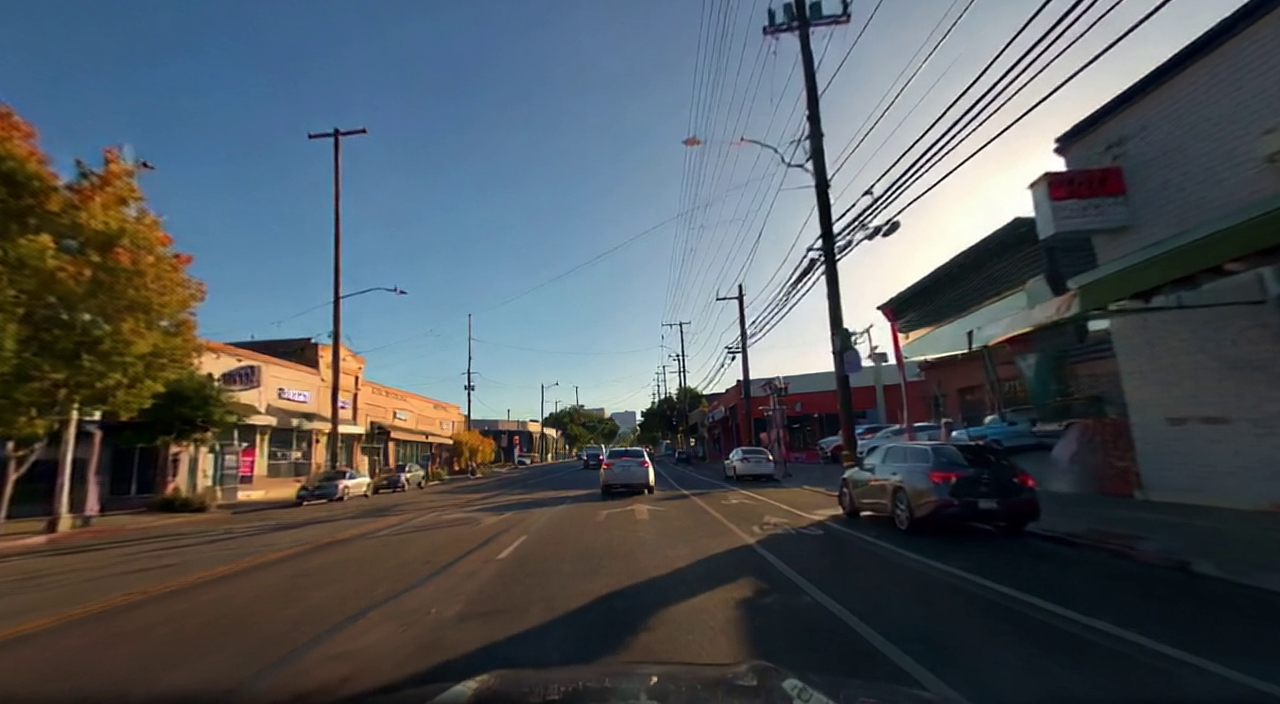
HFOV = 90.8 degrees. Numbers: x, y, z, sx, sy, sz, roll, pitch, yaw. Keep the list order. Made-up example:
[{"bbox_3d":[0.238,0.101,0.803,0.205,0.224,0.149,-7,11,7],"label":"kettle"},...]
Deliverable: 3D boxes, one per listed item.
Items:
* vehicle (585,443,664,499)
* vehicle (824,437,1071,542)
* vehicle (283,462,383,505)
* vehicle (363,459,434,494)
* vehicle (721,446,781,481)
[{"bbox_3d":[-0.436,3.533,19.018,2.116,1.479,3.980,0,-9,-1],"label":"vehicle"},{"bbox_3d":[5.062,2.329,11.344,1.987,1.459,4.677,0,-9,-1],"label":"vehicle"},{"bbox_3d":[-11.836,5.062,24.691,1.828,1.457,4.371,0,-9,-2],"label":"vehicle"},{"bbox_3d":[-11.648,6.020,30.817,1.817,1.480,4.282,0,-9,0],"label":"vehicle"},{"bbox_3d":[5.098,5.195,29.673,1.937,1.523,4.541,0,-9,-1],"label":"vehicle"}]
